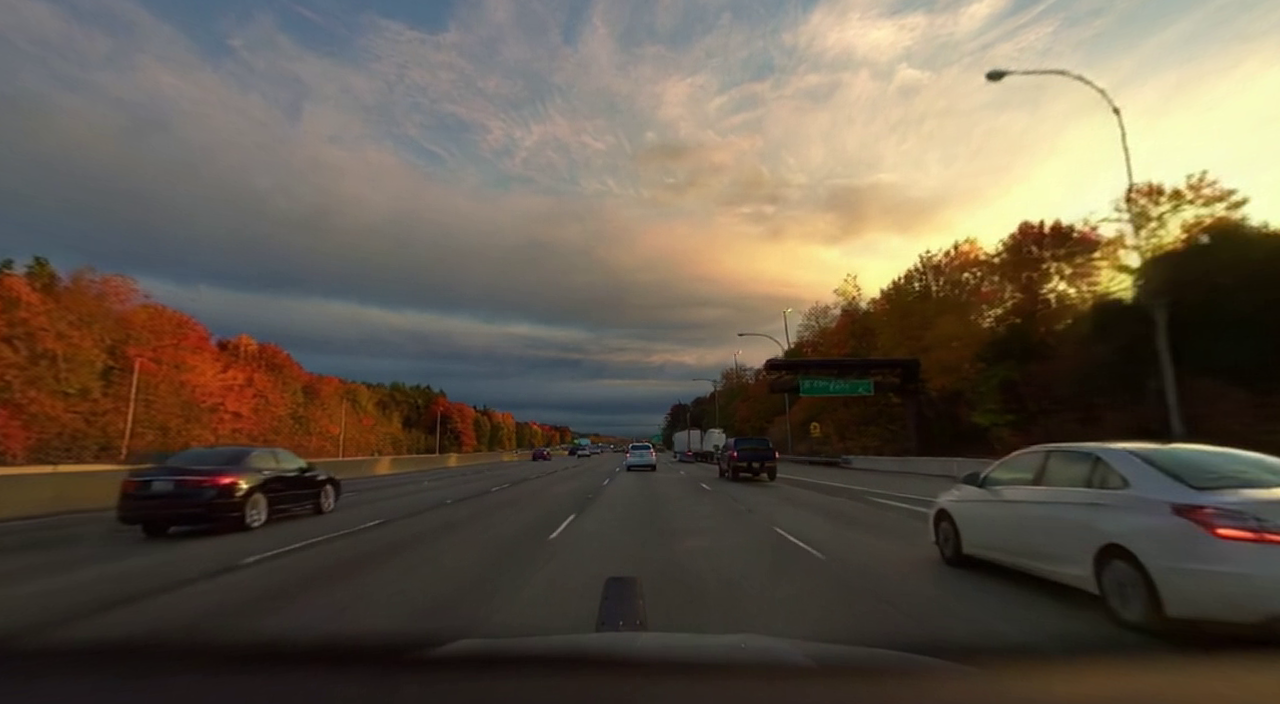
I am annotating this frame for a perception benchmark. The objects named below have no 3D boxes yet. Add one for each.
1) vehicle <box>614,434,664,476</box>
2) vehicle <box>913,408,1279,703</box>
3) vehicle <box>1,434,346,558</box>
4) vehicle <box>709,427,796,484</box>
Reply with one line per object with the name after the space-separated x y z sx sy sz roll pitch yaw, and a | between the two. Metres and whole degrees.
0.000 5.272 32.455 2.372 1.957 5.121 0 -9 1 | vehicle
4.065 1.274 4.554 2.057 1.508 4.767 0 -9 0 | vehicle
-6.901 2.152 10.189 2.014 1.526 4.577 0 -9 1 | vehicle
4.292 4.115 25.194 2.388 1.998 5.749 0 -9 0 | vehicle
